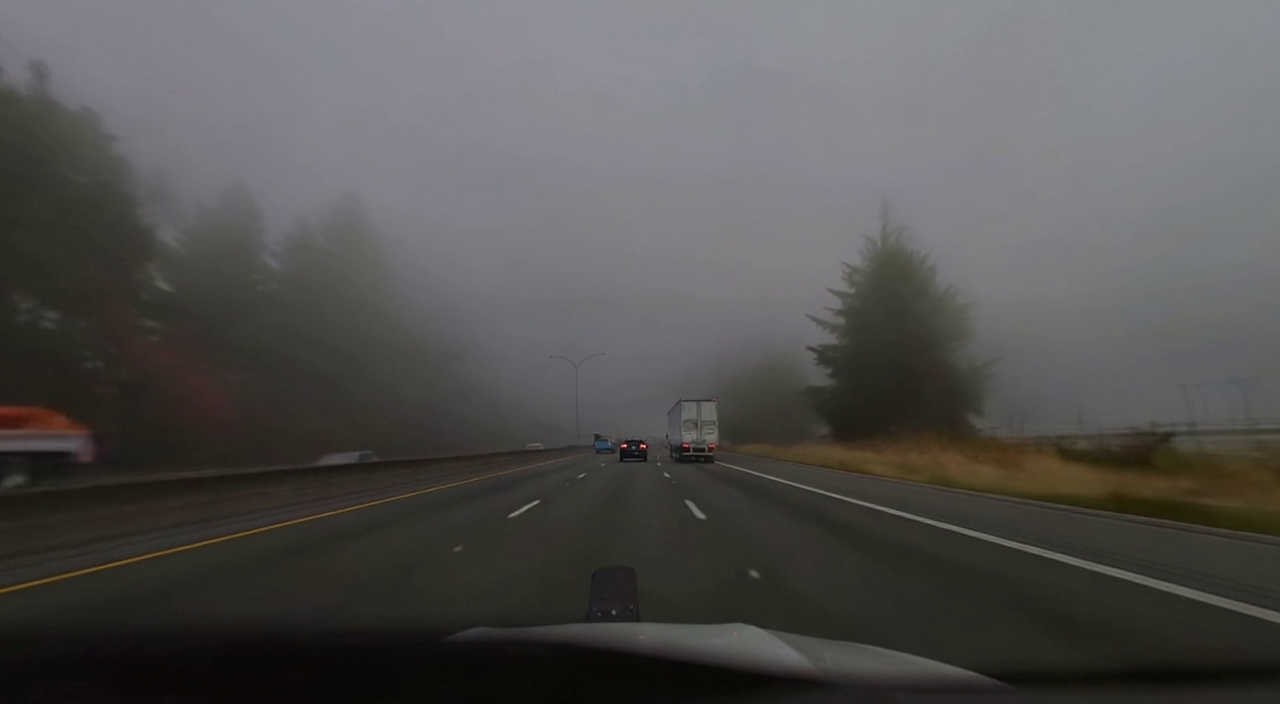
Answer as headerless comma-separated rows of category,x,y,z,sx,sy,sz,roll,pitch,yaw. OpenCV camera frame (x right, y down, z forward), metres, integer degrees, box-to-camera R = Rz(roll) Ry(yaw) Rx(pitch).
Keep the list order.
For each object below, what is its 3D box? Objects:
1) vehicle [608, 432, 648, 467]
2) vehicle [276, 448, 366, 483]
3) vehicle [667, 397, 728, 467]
vehicle,-0.648,5.814,37.568,2.211,1.933,4.315,-1,-8,1
vehicle,-15.777,5.594,31.420,2.024,1.541,4.590,-1,-8,1
vehicle,3.713,5.813,44.738,3.005,4.121,14.417,-1,-8,0
